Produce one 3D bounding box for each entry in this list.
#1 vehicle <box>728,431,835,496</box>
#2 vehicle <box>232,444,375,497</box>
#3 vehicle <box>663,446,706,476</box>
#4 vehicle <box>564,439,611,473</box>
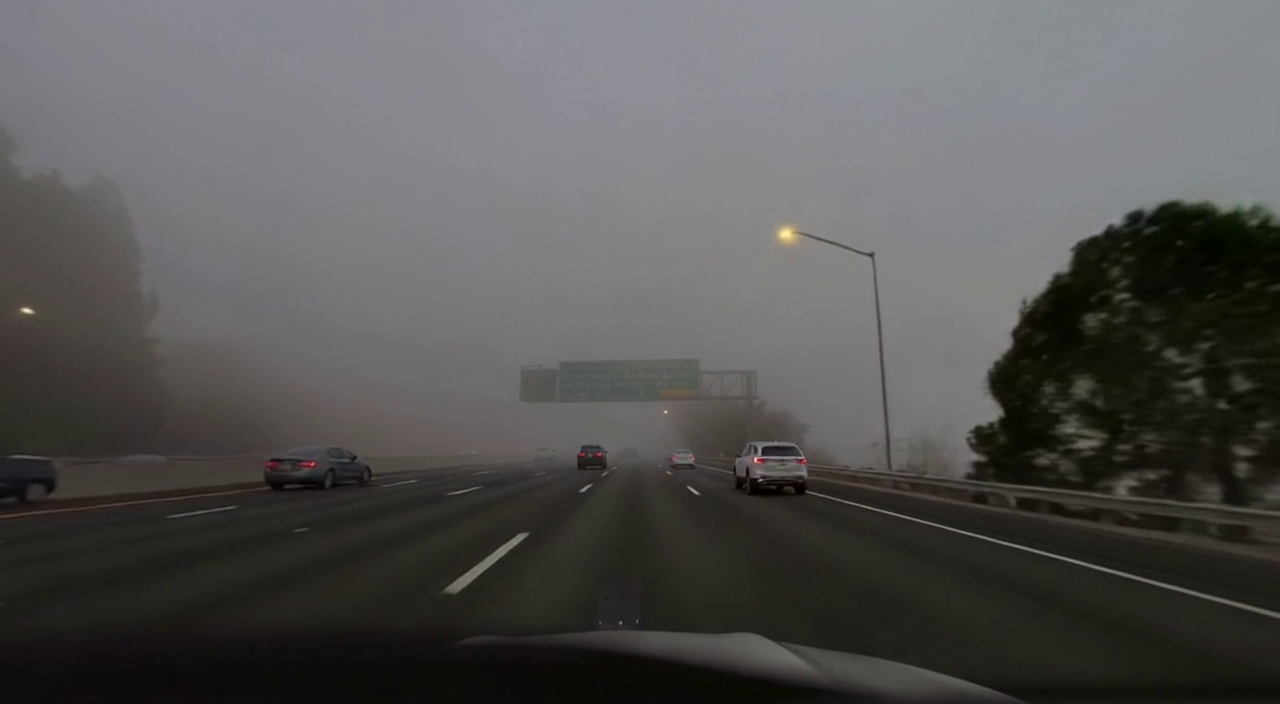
[{"bbox_3d":[4.280,3.469,19.956,2.218,1.776,4.807,0,-9,0],"label":"vehicle"},{"bbox_3d":[-10.555,3.717,20.235,1.974,1.472,4.684,0,-9,0],"label":"vehicle"},{"bbox_3d":[2.386,5.990,34.979,2.126,1.529,4.438,0,-9,1],"label":"vehicle"},{"bbox_3d":[-3.131,6.428,39.099,2.449,1.929,5.503,0,-9,0],"label":"vehicle"}]
